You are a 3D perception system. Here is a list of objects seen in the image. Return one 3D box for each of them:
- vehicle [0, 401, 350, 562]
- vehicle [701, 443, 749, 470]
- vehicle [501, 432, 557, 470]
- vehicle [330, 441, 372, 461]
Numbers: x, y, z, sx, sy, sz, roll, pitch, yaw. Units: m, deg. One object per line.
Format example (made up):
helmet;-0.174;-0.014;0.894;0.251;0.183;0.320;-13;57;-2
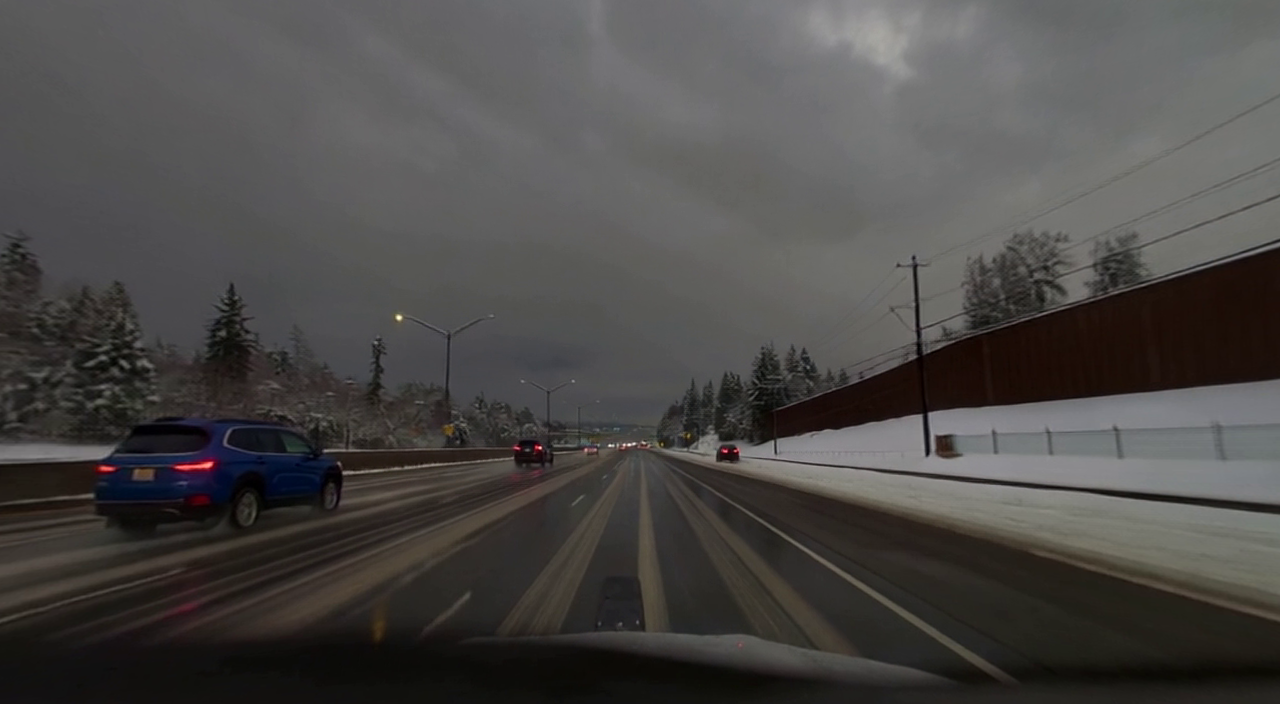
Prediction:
vehicle;-6.357;1.731;9.080;2.058;1.698;4.567;0;-9;1
vehicle;5.025;6.257;37.850;2.251;1.520;4.550;1;-9;-1
vehicle;-6.202;5.620;35.854;2.255;1.934;4.868;0;-9;0
vehicle;-22.419;7.691;48.930;1.553;1.427;3.557;0;-9;0
